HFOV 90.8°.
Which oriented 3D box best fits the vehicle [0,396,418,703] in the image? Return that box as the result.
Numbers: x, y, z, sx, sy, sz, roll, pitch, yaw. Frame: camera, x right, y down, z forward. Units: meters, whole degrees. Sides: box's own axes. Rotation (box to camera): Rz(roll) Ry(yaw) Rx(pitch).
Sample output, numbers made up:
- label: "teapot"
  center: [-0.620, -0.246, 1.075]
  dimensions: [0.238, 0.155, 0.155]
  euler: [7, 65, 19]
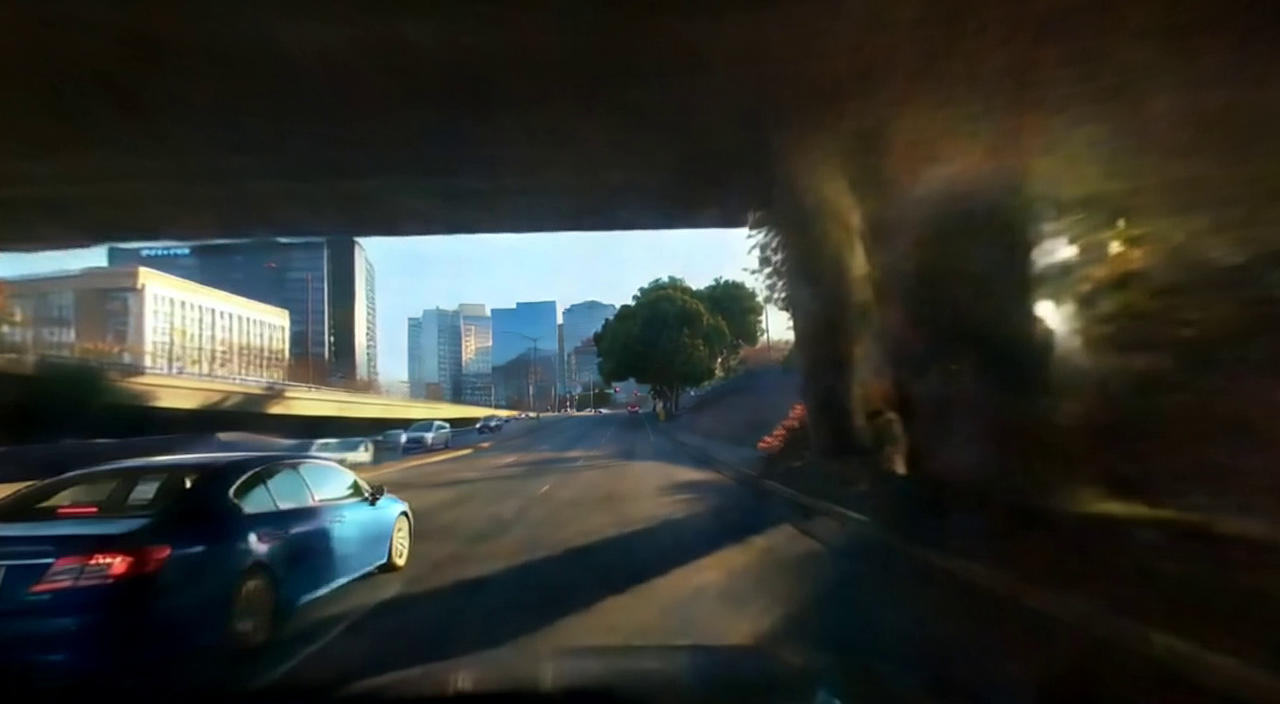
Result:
- label: "vehicle"
  center: [-3.172, 1.169, 3.924]
  dimensions: [2.041, 1.470, 4.290]
  euler: [-1, -8, 0]

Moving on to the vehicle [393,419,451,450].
- label: "vehicle"
  center: [-13.734, 5.185, 40.082]
  dimensions: [1.983, 1.649, 4.565]
  euler: [-1, -4, 1]
